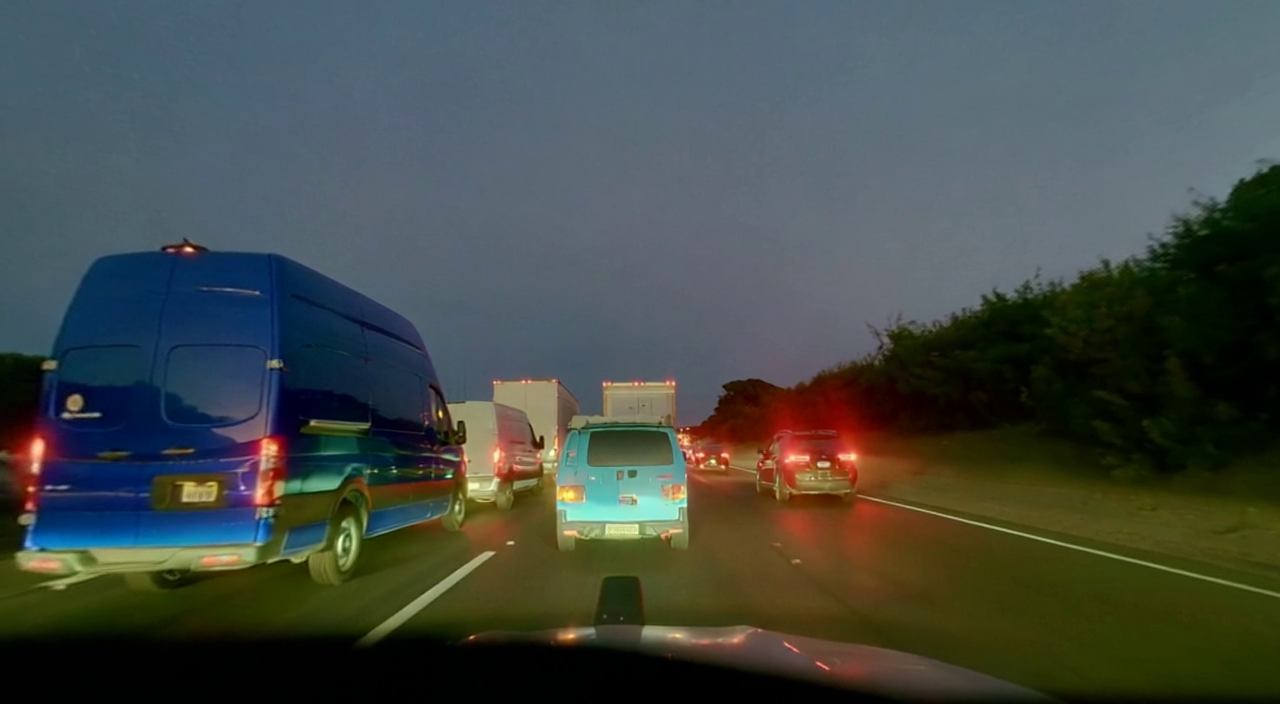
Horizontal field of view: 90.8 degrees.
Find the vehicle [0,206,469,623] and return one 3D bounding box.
[{"bbox_3d":[-4.049,0.871,7.673,2.254,2.879,6.656,0,-9,-2],"label":"vehicle"}]

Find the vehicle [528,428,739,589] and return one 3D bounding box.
[{"bbox_3d":[-0.088,1.752,7.743,1.995,1.495,3.380,0,-9,-1],"label":"vehicle"}]
